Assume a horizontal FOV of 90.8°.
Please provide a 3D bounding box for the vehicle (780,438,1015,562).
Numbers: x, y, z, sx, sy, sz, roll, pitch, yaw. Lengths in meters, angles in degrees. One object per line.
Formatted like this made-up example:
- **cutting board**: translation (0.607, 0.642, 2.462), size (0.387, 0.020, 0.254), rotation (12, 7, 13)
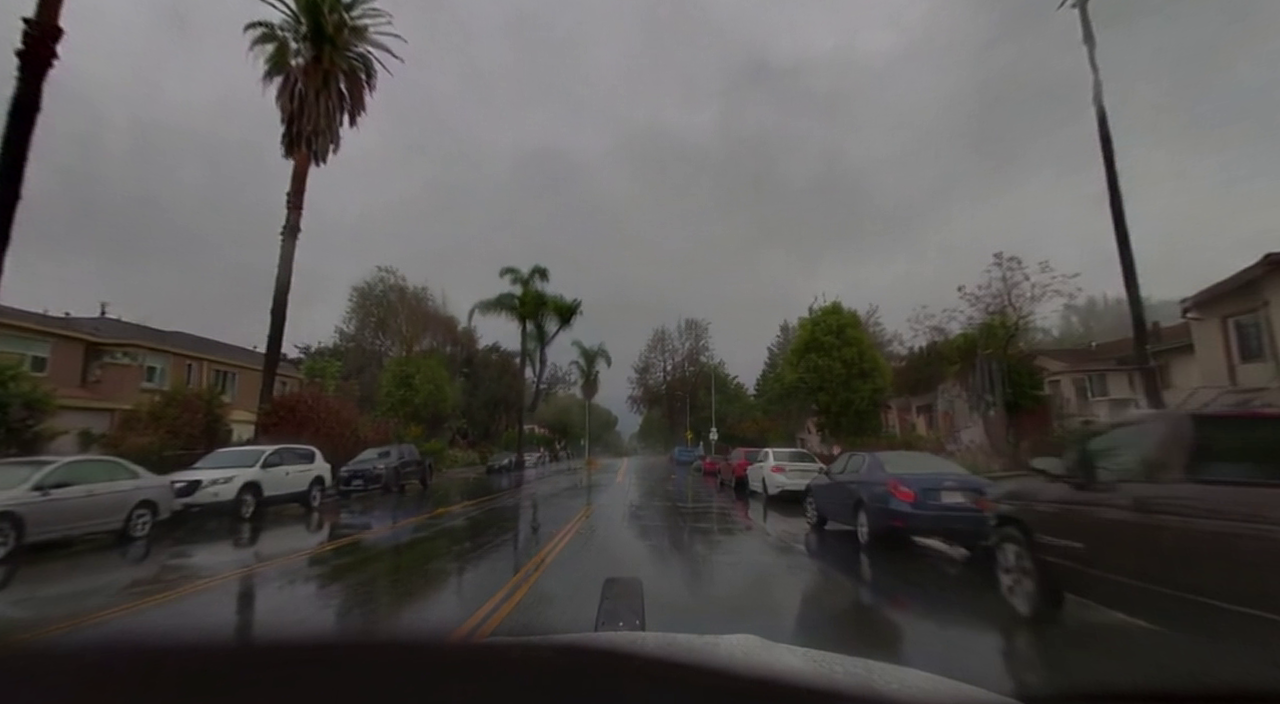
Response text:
- **vehicle**: translation (3.652, 2.147, 10.036), size (1.819, 1.487, 4.537), rotation (0, -8, 0)

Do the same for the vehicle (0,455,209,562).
- **vehicle**: translation (-9.350, 2.382, 9.938), size (3.867, 1.471, 1.852), rotation (4, -9, -23)

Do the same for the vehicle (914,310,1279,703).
- **vehicle**: translation (3.786, 0.931, 3.624), size (2.121, 1.929, 4.763), rotation (1, -8, -2)

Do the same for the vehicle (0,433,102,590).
- **vehicle**: translation (-9.093, 1.786, 7.191), size (4.009, 1.712, 1.895), rotation (4, -9, -25)

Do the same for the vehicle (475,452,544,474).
- **vehicle**: translation (-9.162, 7.752, 44.332), size (4.419, 1.486, 1.808), rotation (3, -9, -21)
